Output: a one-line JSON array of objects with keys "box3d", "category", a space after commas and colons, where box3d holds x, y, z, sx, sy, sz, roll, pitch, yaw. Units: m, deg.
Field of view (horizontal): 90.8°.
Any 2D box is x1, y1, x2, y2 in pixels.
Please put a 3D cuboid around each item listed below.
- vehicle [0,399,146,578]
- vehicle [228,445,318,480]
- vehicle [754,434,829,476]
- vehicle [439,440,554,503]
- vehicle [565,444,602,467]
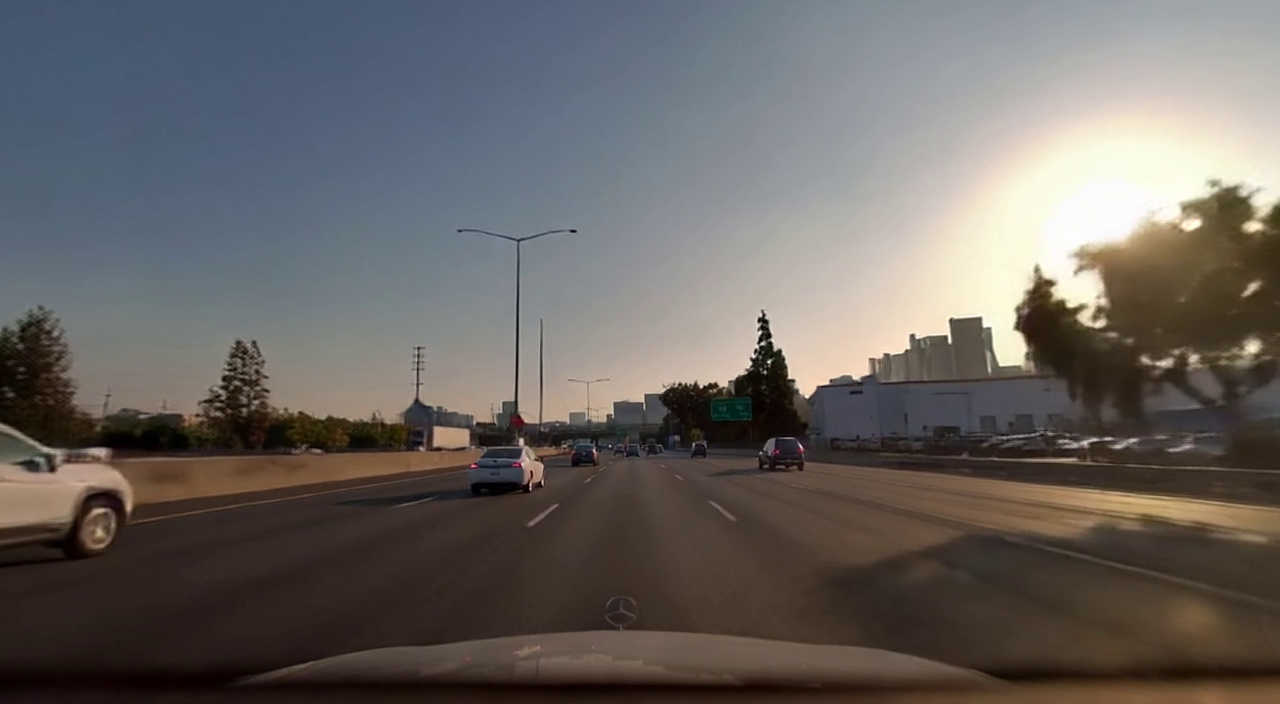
[{"box3d": [-7.595, 1.266, 5.647, 2.310, 1.787, 4.955, 0, -9, 0], "category": "vehicle"}, {"box3d": [-20.580, 6.196, 35.766, 2.036, 1.785, 5.061, 0, -9, 0], "category": "vehicle"}, {"box3d": [6.822, 4.713, 29.081, 2.147, 1.769, 4.666, 0, -9, -2], "category": "vehicle"}, {"box3d": [-3.693, 3.174, 17.212, 2.047, 1.469, 4.614, 0, -9, 0], "category": "vehicle"}, {"box3d": [-3.770, 6.991, 42.817, 2.078, 1.464, 4.093, 0, -9, 0], "category": "vehicle"}]
